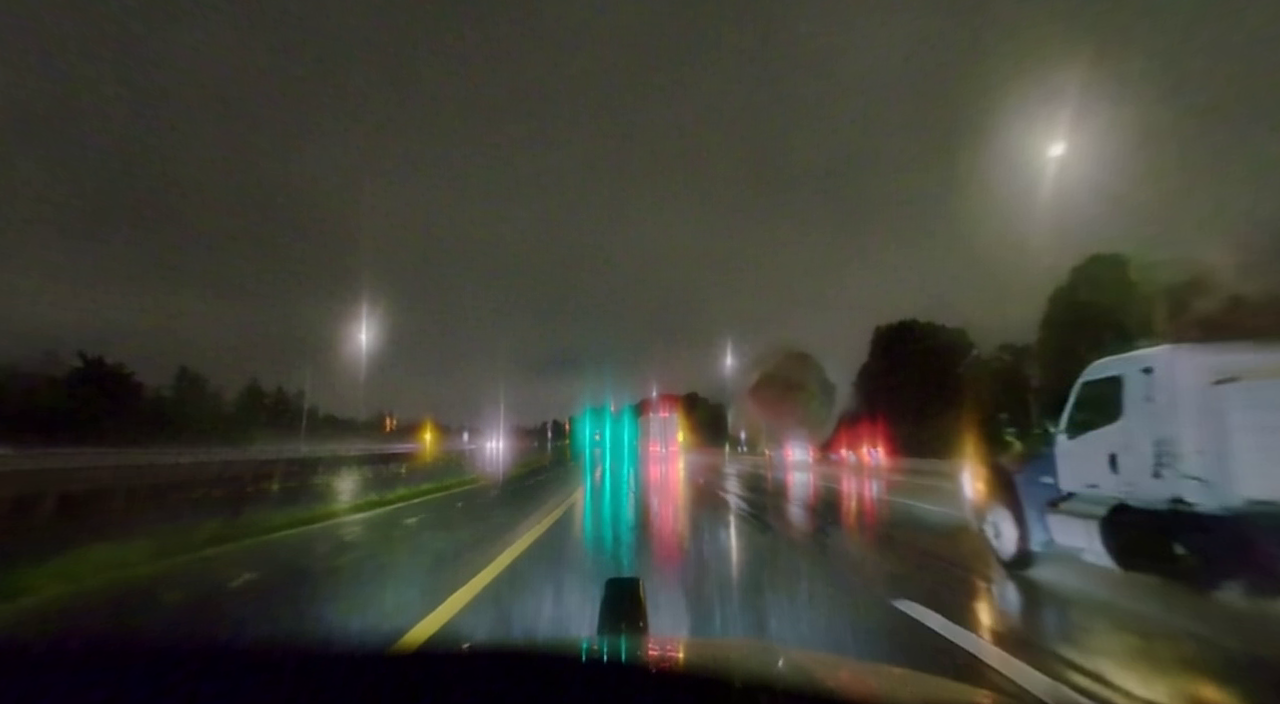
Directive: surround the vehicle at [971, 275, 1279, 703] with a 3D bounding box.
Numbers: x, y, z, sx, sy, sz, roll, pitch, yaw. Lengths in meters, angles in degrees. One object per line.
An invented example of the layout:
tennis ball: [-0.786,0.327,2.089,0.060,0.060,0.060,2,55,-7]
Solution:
vehicle: [4.030,0.602,2.483,2.383,1.959,5.669,0,-8,0]
